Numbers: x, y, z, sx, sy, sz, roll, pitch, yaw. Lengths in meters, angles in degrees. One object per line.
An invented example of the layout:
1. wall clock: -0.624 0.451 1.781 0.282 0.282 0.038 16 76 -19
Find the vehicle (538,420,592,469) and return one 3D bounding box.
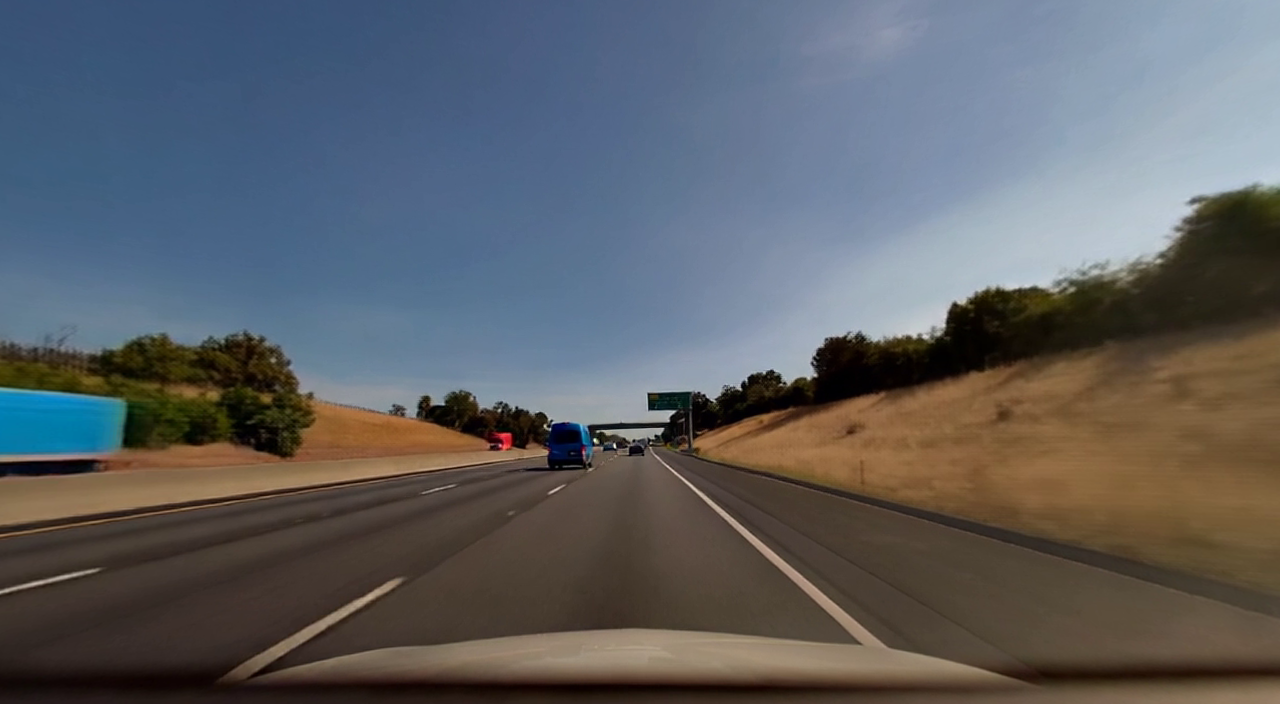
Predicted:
1. vehicle: -4.075 5.154 35.160 2.329 2.483 5.428 0 -8 0

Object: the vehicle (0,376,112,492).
1. vehicle: -23.859 2.502 19.417 2.914 4.020 14.107 0 -8 0
